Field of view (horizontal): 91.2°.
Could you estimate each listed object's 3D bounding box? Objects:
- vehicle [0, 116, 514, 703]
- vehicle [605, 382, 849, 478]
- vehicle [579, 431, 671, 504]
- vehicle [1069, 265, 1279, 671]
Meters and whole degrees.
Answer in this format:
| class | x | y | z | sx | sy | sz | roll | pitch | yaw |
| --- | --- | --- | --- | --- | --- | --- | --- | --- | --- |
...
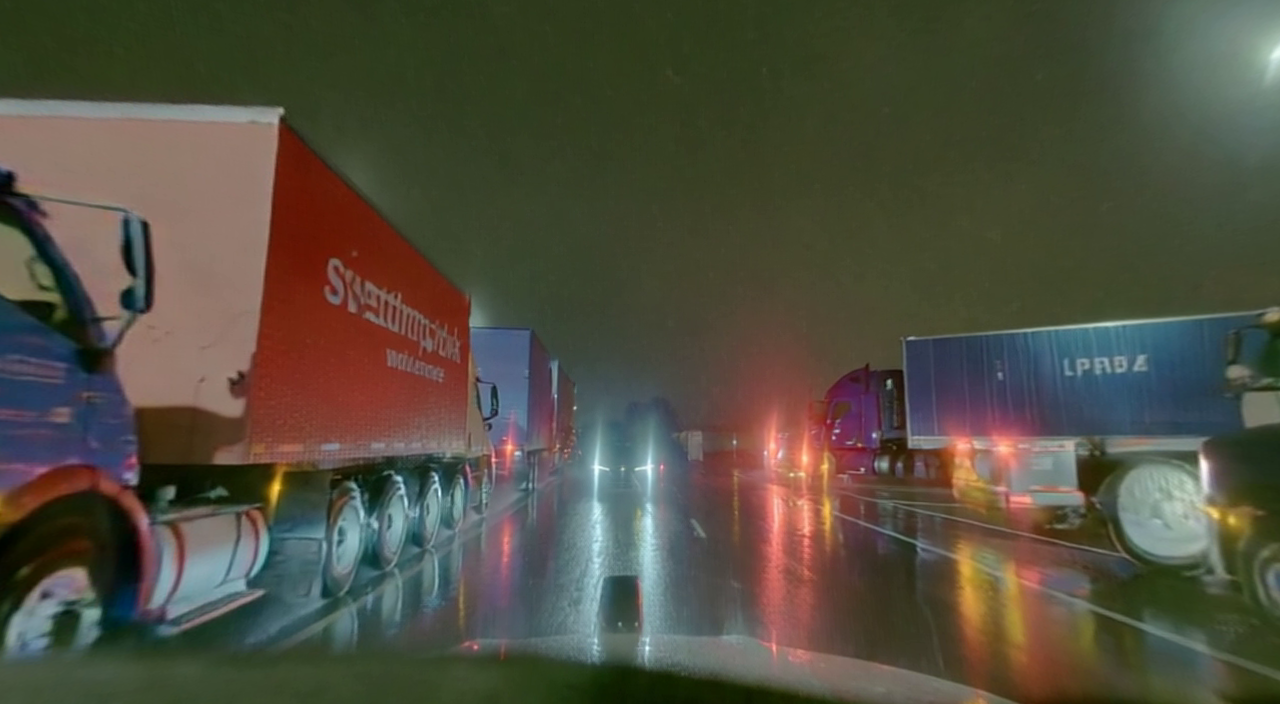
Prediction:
| class | x | y | z | sx | sy | sz | roll | pitch | yaw |
| --- | --- | --- | --- | --- | --- | --- | --- | --- | --- |
| vehicle | -3.996 | 0.978 | 8.242 | 2.986 | 3.391 | 9.523 | 0 | -9 | -2 |
| vehicle | 3.675 | 4.140 | 33.353 | 2.877 | 4.124 | 14.516 | 3 | -8 | -40 |
| vehicle | -0.383 | 3.019 | 16.734 | 2.140 | 1.682 | 3.971 | 0 | -9 | -1 |
| vehicle | 5.211 | 0.463 | 2.312 | 2.570 | 2.439 | 6.392 | 0 | -9 | -1 |
